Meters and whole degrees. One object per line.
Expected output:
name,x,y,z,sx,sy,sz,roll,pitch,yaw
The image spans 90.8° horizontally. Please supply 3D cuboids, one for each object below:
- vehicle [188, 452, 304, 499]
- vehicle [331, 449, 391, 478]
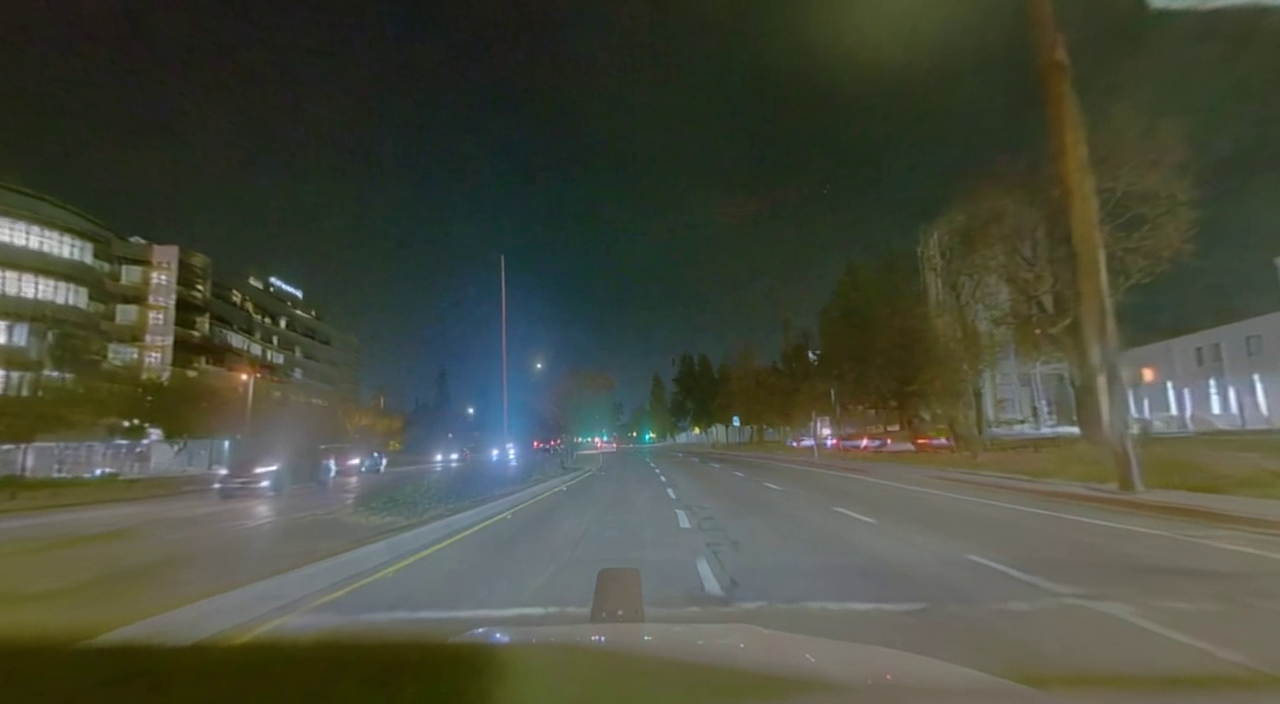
vehicle,-15.269,4.757,24.783,1.833,1.496,4.157,-4,-8,1
vehicle,-18.578,7.429,42.324,1.980,1.732,4.498,-2,-8,1
